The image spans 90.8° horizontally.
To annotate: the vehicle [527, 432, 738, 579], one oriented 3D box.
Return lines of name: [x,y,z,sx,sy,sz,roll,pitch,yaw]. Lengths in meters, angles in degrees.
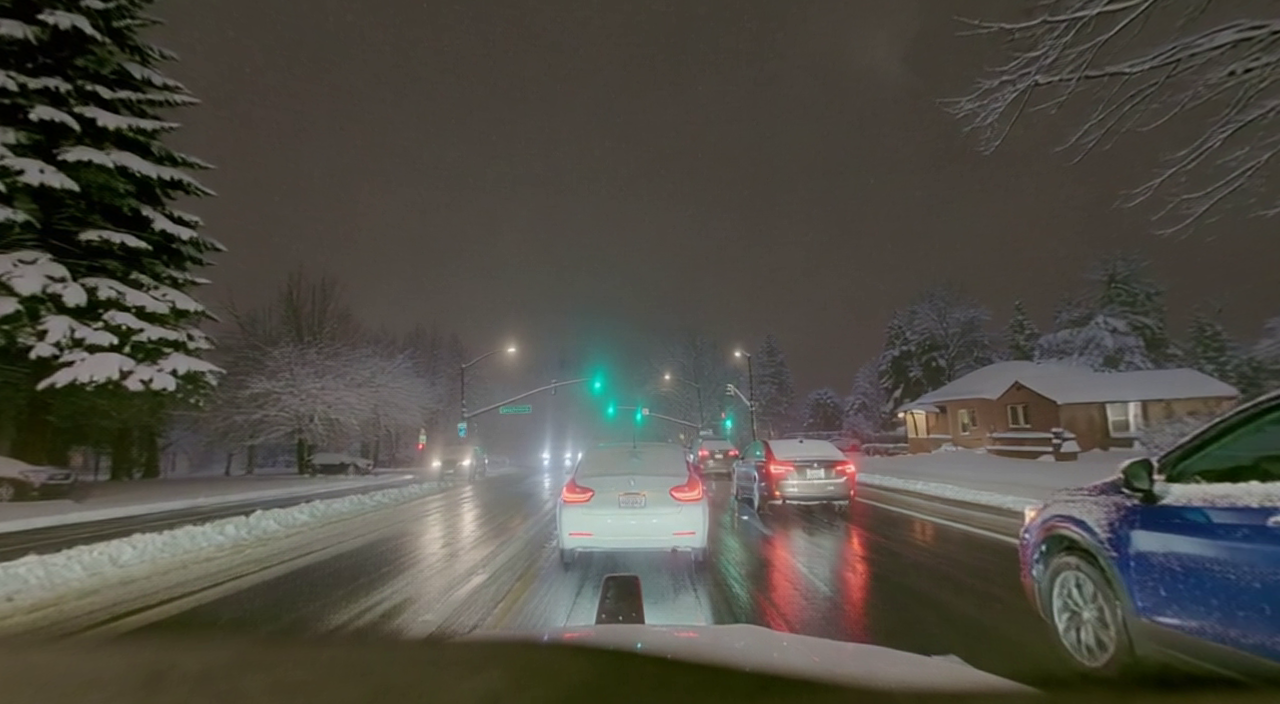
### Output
vehicle: [-0.118,1.901,8.692,2.186,1.500,4.141,0,-8,-1]

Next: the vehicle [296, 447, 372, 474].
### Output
vehicle: [-19.855,7.054,41.148,3.957,1.630,1.881,0,-8,0]

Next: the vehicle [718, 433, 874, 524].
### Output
vehicle: [2.942,2.487,13.076,1.971,1.517,4.521,0,-8,-1]

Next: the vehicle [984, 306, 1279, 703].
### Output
vehicle: [3.378,0.675,2.054,2.006,1.766,4.345,0,-8,-1]

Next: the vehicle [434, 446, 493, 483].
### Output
vehicle: [-9.080,5.786,32.846,1.996,1.680,4.203,-2,-8,-2]
